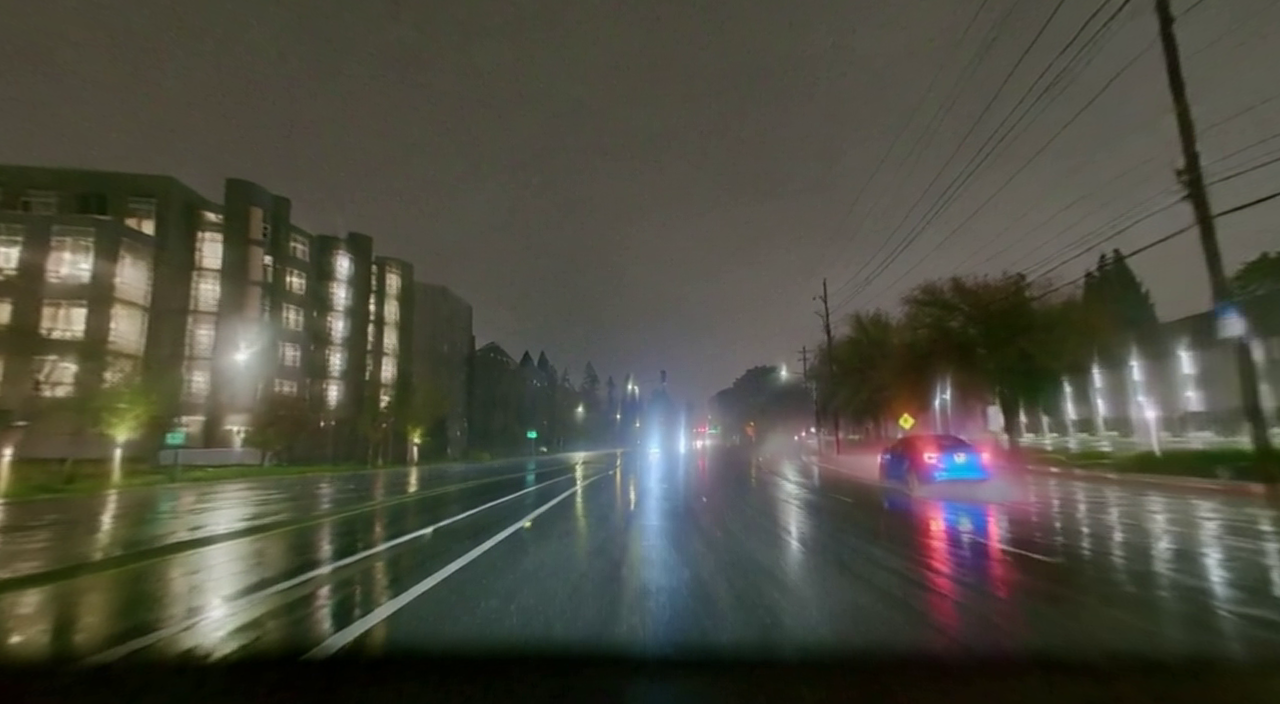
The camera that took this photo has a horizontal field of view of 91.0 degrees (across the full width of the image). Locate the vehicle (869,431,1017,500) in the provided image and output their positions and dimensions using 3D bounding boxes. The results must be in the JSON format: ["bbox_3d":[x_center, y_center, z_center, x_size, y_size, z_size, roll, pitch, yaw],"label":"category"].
[{"bbox_3d":[7.296,2.753,15.653,1.908,1.476,3.880,-1,-9,3],"label":"vehicle"}]
